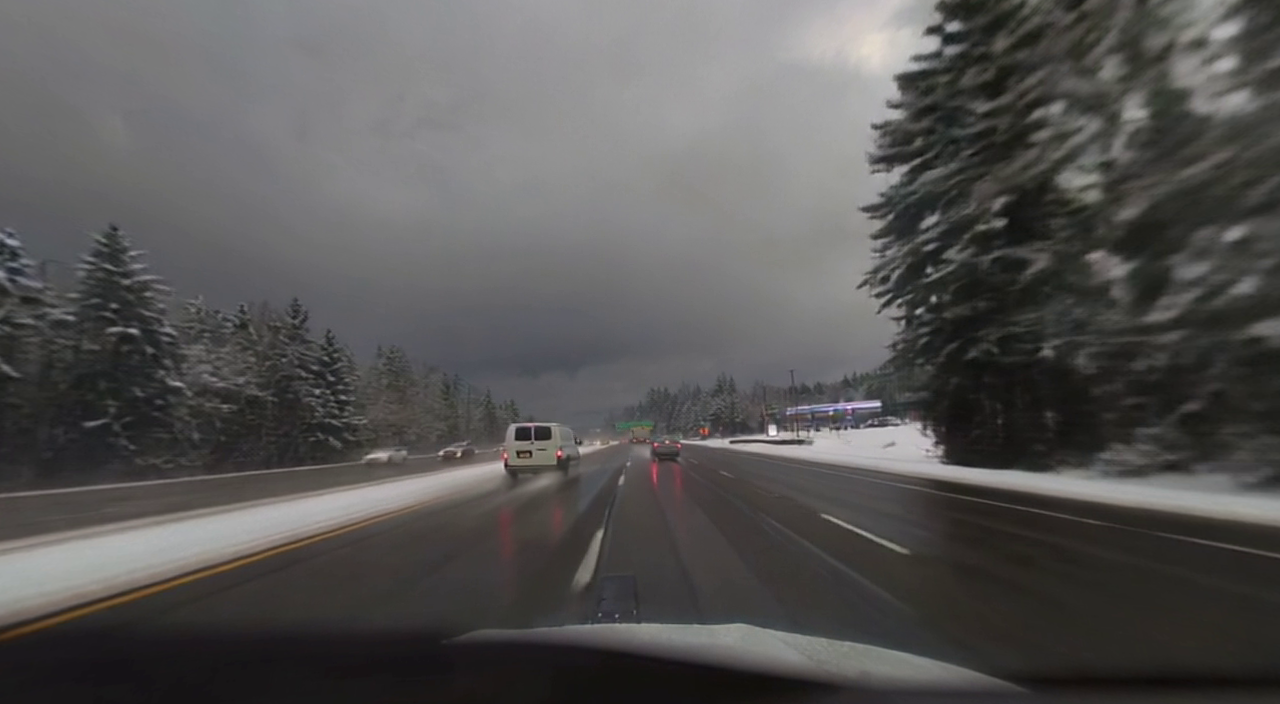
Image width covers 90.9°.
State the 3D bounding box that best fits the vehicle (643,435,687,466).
[{"bbox_3d":[1.276,5.310,34.356,2.151,1.550,4.694,0,-8,-1],"label":"vehicle"}]

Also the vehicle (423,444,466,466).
[{"bbox_3d":[-13.894,7.343,45.009,1.805,1.467,3.531,0,-8,2],"label":"vehicle"}]

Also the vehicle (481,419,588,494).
[{"bbox_3d":[-2.637,2.722,16.878,2.061,1.732,4.457,0,-8,1],"label":"vehicle"}]

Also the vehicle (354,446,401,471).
[{"bbox_3d":[-18.609,7.535,44.859,1.890,1.607,3.350,0,-8,0],"label":"vehicle"}]
